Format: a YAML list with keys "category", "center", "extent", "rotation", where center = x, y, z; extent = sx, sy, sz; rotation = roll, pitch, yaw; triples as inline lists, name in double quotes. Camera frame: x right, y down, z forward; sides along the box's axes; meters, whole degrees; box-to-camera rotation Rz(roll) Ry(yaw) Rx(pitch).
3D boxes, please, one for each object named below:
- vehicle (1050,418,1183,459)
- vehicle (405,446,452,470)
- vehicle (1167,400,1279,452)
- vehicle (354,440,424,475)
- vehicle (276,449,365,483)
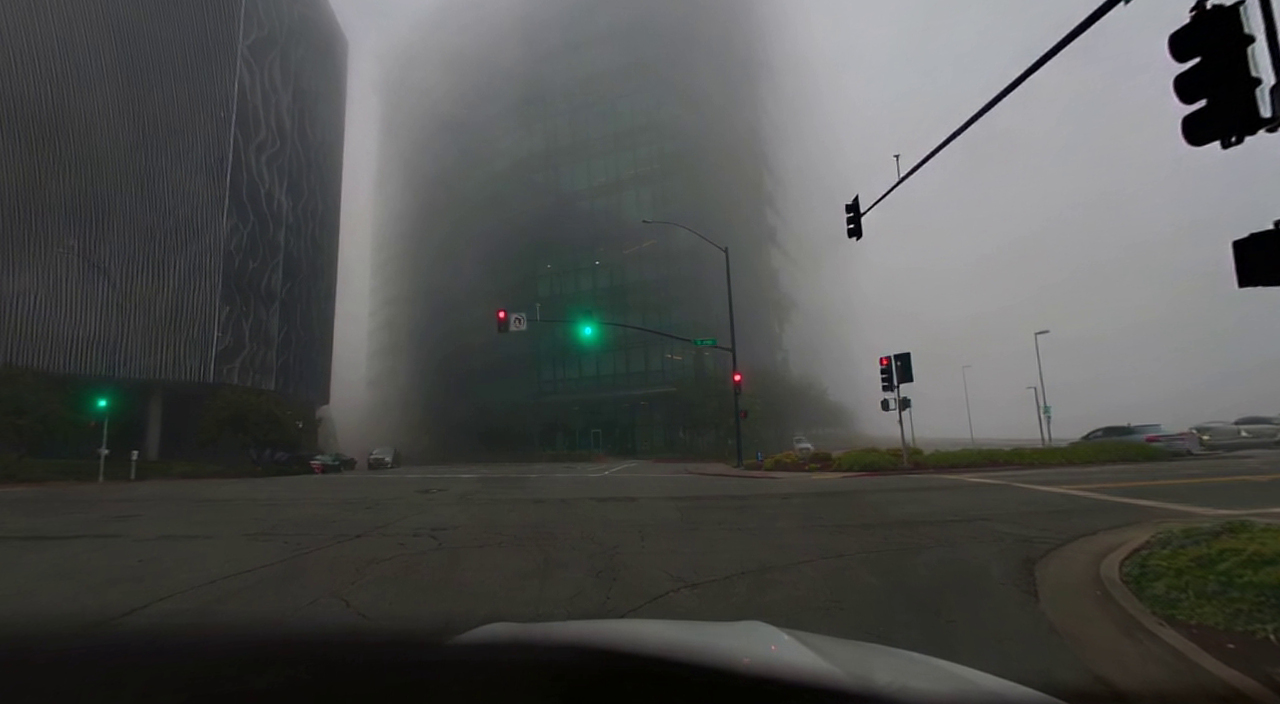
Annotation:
- category: "vehicle"
  center: [19.065, 3.524, 25.510]
  extent: [1.834, 1.480, 4.458]
  rotation: [1, -9, -1]
- category: "vehicle"
  center: [-15.136, 7.599, 45.284]
  extent: [1.932, 1.605, 4.146]
  rotation: [1, -9, -1]
- category: "vehicle"
  center: [24.406, 3.024, 25.192]
  extent: [2.109, 1.836, 5.080]
  rotation: [-2, -10, -1]
- category: "vehicle"
  center: [-14.886, 6.284, 37.639]
  extent: [2.091, 1.915, 5.040]
  rotation: [0, -9, 0]
- category: "vehicle"
  center: [-14.816, 5.291, 29.535]
  extent: [1.790, 1.437, 4.349]
  rotation: [0, -9, 2]
